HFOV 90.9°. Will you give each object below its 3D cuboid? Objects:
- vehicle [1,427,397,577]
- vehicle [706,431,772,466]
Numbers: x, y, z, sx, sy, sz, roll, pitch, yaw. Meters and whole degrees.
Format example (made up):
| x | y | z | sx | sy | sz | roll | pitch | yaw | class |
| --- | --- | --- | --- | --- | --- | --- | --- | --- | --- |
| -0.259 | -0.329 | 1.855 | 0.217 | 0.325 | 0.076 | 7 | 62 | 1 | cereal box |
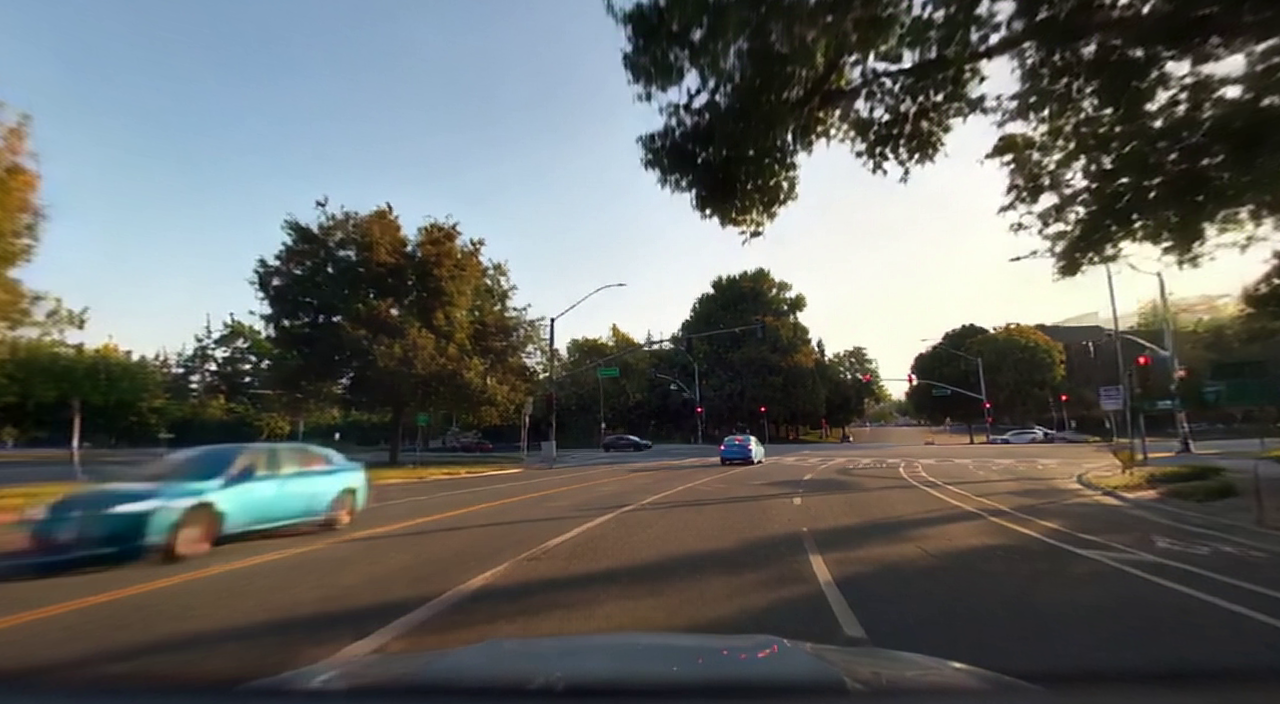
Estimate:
| x | y | z | sx | sy | sz | roll | pitch | yaw | class |
| --- | --- | --- | --- | --- | --- | --- | --- | --- | --- |
| -5.710 | 1.943 | 9.176 | 1.983 | 1.562 | 4.652 | -1 | -8 | 8 | vehicle |
| 4.909 | 4.677 | 30.754 | 2.055 | 1.573 | 4.065 | -4 | -9 | 26 | vehicle |
